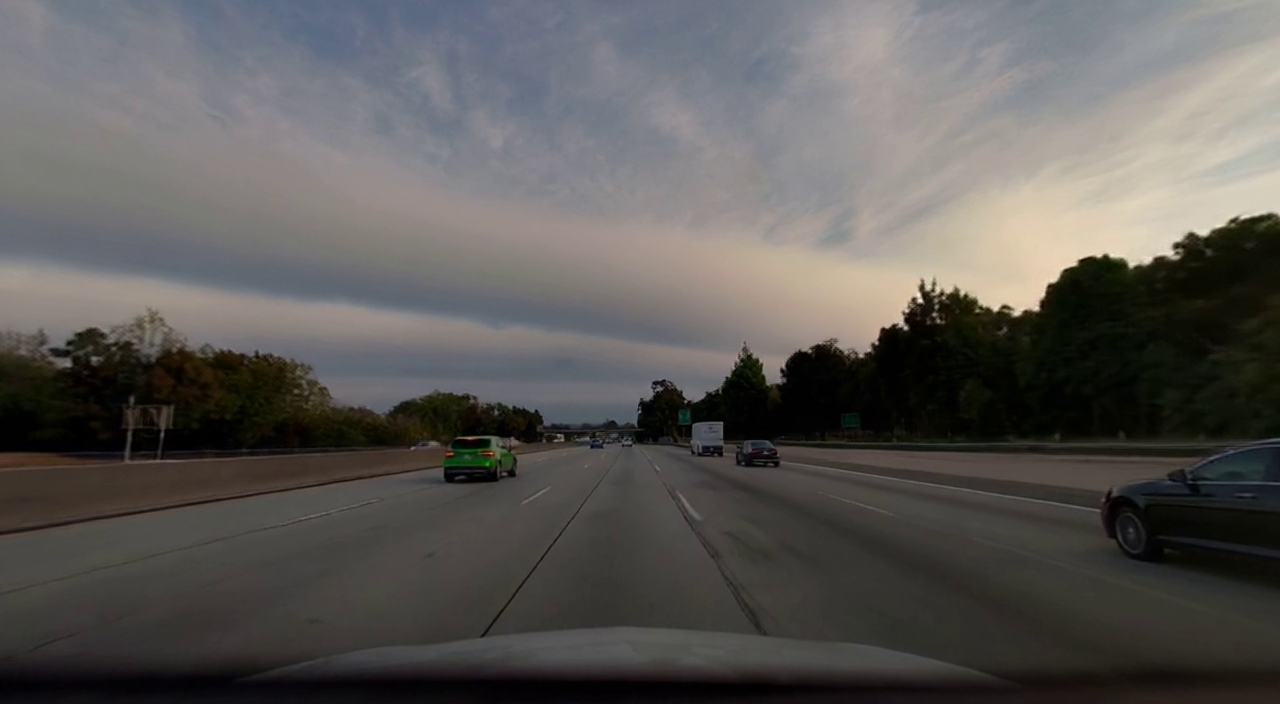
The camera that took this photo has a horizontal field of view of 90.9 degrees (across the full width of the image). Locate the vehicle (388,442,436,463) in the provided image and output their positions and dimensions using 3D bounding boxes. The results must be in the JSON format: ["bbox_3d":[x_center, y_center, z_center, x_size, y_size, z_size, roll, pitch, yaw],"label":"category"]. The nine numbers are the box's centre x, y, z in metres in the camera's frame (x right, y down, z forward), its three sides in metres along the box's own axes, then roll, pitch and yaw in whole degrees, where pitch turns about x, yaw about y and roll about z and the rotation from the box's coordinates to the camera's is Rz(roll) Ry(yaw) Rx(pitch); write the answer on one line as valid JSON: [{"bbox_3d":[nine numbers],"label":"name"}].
[{"bbox_3d":[-16.953,7.441,47.025,1.864,1.436,4.572,0,-8,0],"label":"vehicle"}]

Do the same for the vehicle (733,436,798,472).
[{"bbox_3d":[5.355,4.381,27.463,1.920,1.436,3.890,0,-8,-2],"label":"vehicle"}]

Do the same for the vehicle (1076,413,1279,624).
[{"bbox_3d":[5.565,1.170,4.384,2.028,1.488,4.236,0,-8,0],"label":"vehicle"}]

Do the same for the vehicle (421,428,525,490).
[{"bbox_3d":[-4.675,3.021,18.235,1.966,1.570,3.859,0,-8,0],"label":"vehicle"}]
